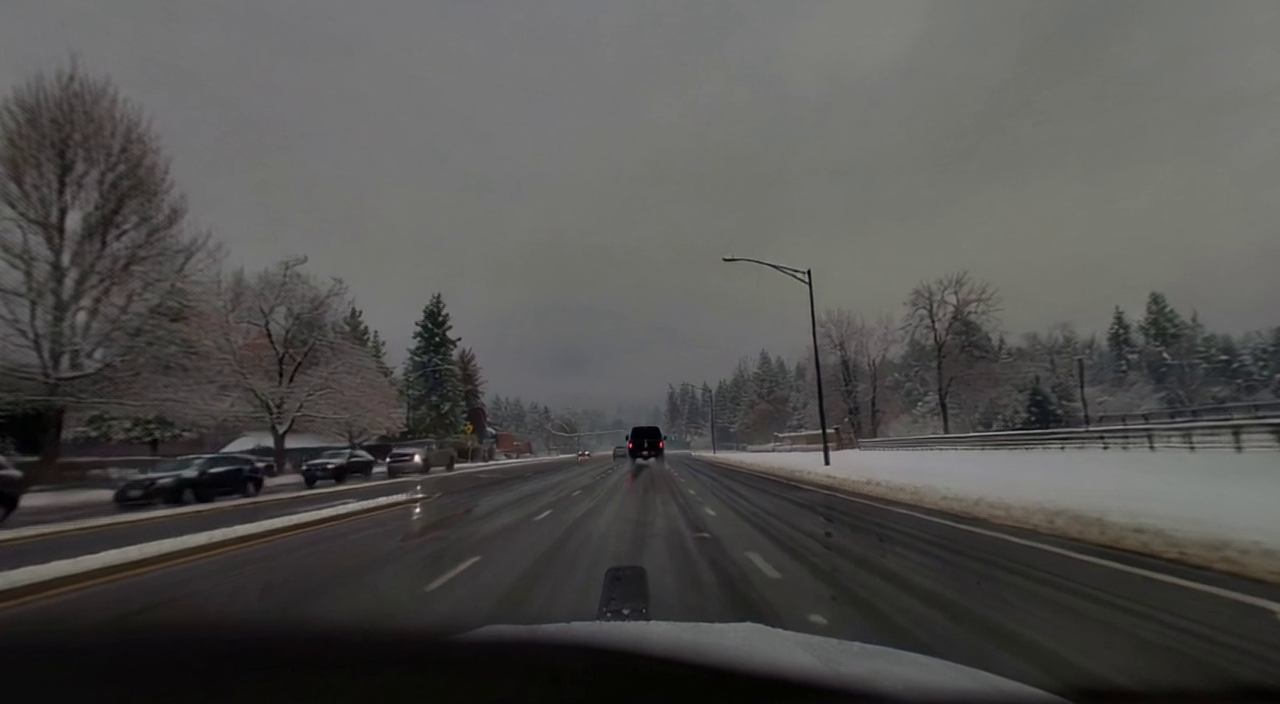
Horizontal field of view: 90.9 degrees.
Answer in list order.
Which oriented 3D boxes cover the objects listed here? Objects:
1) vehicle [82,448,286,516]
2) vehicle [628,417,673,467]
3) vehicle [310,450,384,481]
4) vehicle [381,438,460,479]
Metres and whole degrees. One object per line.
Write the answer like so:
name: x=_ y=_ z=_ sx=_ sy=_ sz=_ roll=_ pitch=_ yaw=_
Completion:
vehicle: x=-11.747 y=3.336 z=16.750 sx=1.884 sy=1.486 sz=4.566 roll=0 pitch=-8 yaw=2
vehicle: x=0.691 y=6.428 z=44.851 sx=2.843 sy=3.120 sz=10.422 roll=0 pitch=-8 yaw=0
vehicle: x=-18.781 y=7.284 z=40.728 sx=2.165 sy=1.795 sz=5.003 roll=-1 pitch=-8 yaw=3
vehicle: x=-11.288 y=5.510 z=32.867 sx=2.155 sy=1.941 sz=4.977 roll=0 pitch=-8 yaw=2
